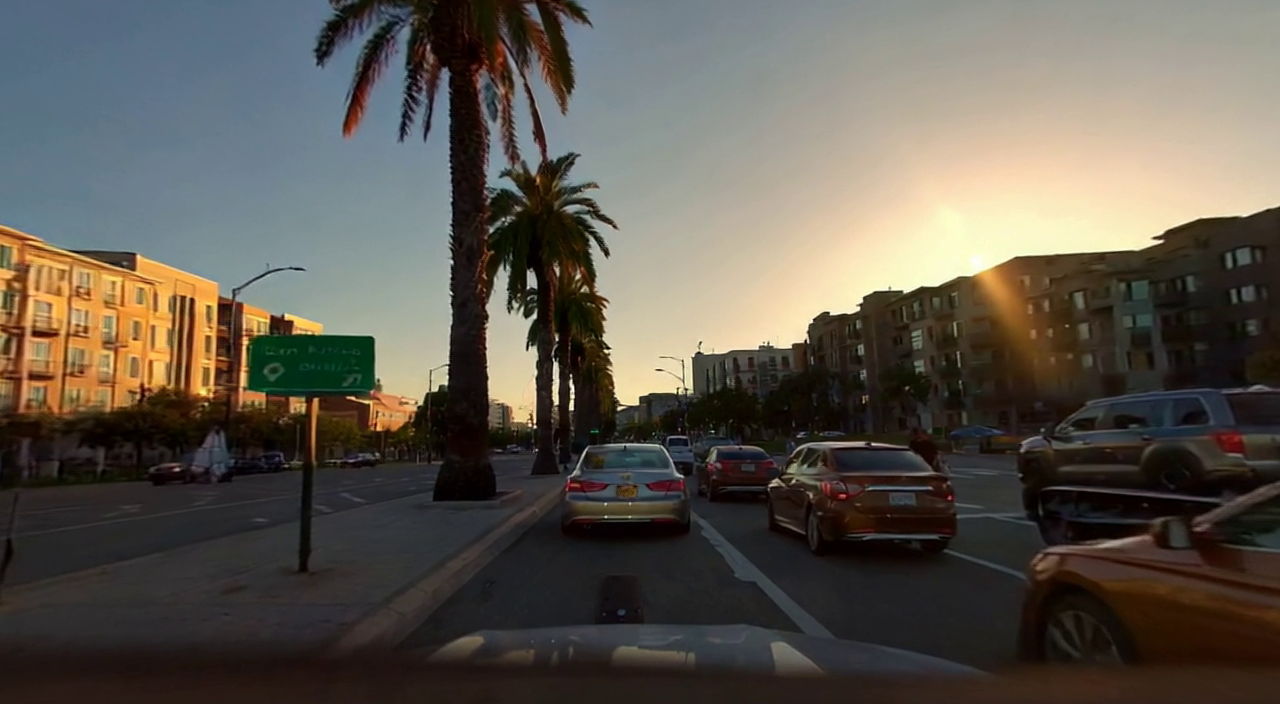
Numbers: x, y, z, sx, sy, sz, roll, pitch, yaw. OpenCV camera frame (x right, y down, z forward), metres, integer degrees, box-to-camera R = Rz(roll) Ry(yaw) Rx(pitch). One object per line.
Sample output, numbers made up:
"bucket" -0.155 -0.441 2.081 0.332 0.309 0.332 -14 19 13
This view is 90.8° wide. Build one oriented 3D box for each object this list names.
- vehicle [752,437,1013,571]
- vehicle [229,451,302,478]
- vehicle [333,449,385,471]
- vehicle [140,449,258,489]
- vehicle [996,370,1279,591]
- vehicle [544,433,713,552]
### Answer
"vehicle" 3.071 2.003 9.225 1.925 1.451 4.436 0 -8 -2
"vehicle" -23.576 7.095 39.966 1.874 1.551 4.512 0 -8 0
"vehicle" -20.863 8.015 47.047 1.930 1.448 4.256 0 -8 0
"vehicle" -20.488 5.416 29.668 2.053 1.631 4.900 0 -8 -1
"vehicle" 7.221 1.504 7.945 2.254 2.072 5.577 0 -8 1
"vehicle" -0.160 2.093 10.094 2.158 1.498 3.919 0 -8 0
